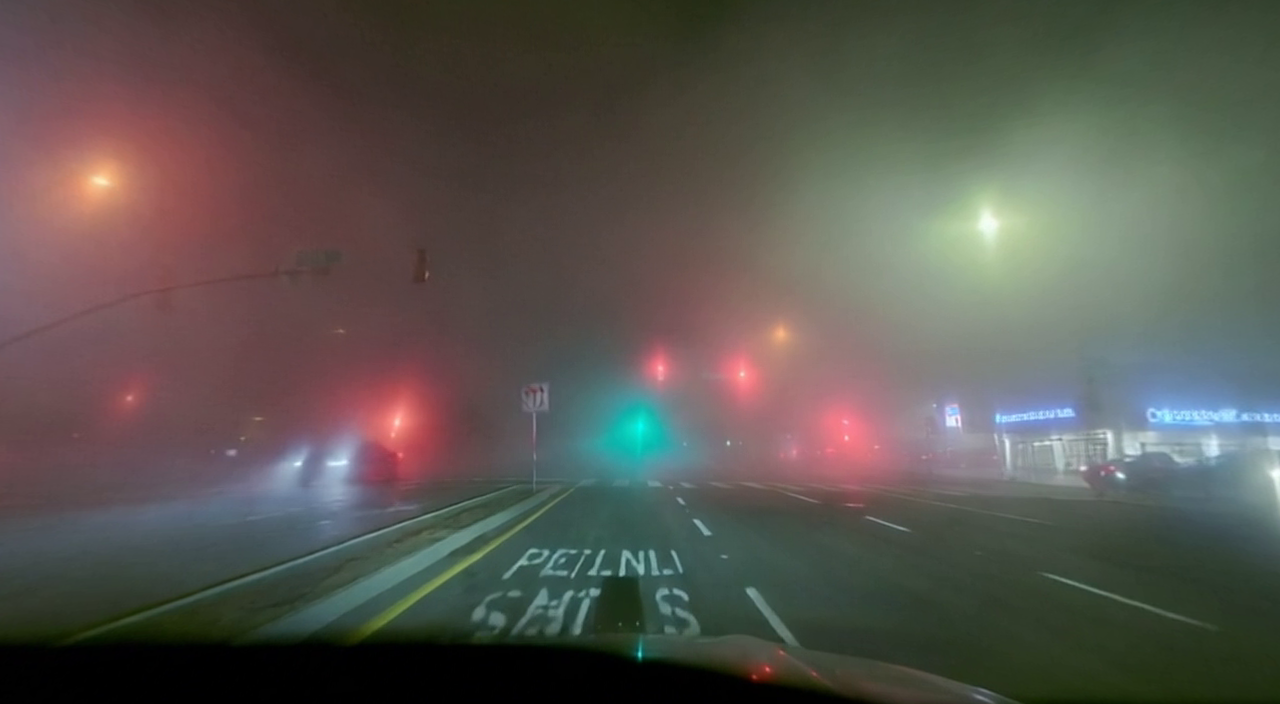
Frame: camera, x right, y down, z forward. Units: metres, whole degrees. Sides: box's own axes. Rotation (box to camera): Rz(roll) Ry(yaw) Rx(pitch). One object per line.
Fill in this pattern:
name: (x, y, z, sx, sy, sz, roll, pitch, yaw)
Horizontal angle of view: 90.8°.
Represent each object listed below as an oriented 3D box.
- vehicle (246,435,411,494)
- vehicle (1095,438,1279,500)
vehicle: (-10.287, 3.684, 21.150, 2.010, 1.728, 4.408, -7, -11, 41)
vehicle: (22.233, 4.644, 25.591, 2.195, 2.201, 5.616, 5, -10, -29)
